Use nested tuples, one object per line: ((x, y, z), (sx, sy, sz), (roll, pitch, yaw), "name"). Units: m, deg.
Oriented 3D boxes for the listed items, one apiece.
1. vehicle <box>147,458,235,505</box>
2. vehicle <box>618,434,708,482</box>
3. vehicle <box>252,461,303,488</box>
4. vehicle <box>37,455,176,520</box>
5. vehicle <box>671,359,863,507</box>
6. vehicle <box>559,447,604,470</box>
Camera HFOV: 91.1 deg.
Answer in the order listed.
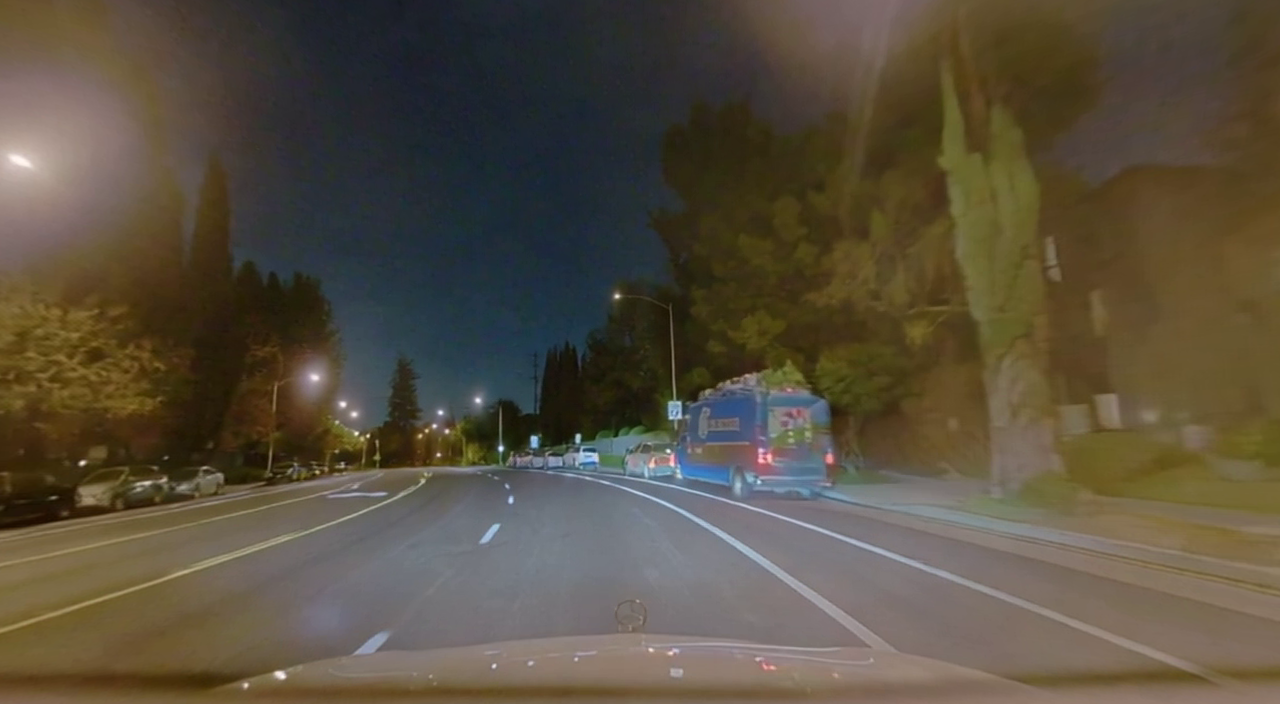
((-20.247, 5.800, 28.500), (1.934, 1.733, 3.921), (-1, -8, -15), "vehicle")
((0.831, 4.639, 27.867), (2.251, 1.868, 6.178), (2, -9, -15), "vehicle")
((-24.433, 8.228, 42.486), (1.949, 1.456, 4.497), (2, -7, -17), "vehicle")
((-18.041, 4.516, 21.507), (1.898, 1.838, 4.072), (0, -8, -14), "vehicle")
((3.086, 2.389, 18.095), (2.918, 3.319, 7.595), (1, -9, -9), "vehicle")
((-4.087, 7.336, 43.436), (2.041, 1.520, 4.674), (3, -9, -18), "vehicle")
